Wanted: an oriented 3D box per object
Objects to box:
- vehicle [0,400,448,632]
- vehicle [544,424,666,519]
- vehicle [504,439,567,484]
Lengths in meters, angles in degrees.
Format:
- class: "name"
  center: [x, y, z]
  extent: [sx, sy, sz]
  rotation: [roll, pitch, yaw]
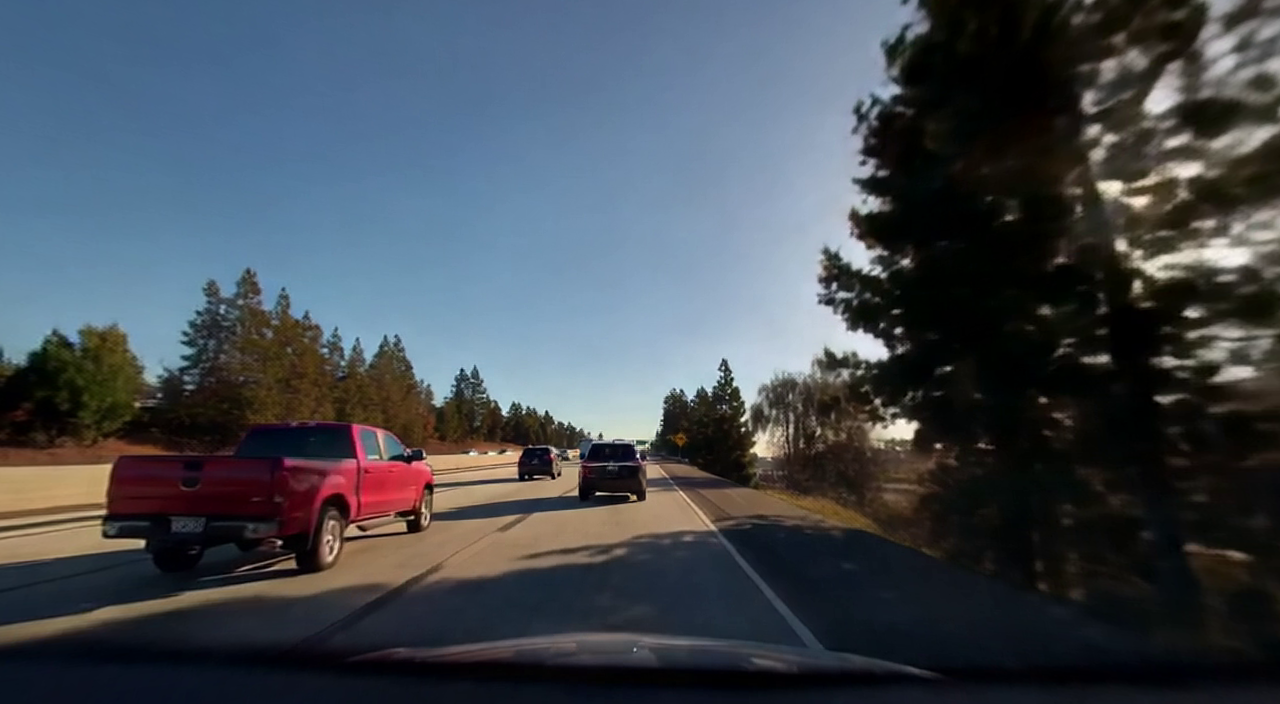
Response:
- class: "vehicle"
  center: [-4.037, 1.597, 7.344]
  extent: [2.038, 1.704, 5.181]
  rotation: [0, -8, -1]
- class: "vehicle"
  center: [-0.623, 2.573, 14.104]
  extent: [2.293, 1.753, 4.380]
  rotation: [0, -8, 1]
- class: "vehicle"
  center: [-4.439, 4.737, 27.575]
  extent: [1.991, 1.776, 4.333]
  rotation: [0, -8, 0]
